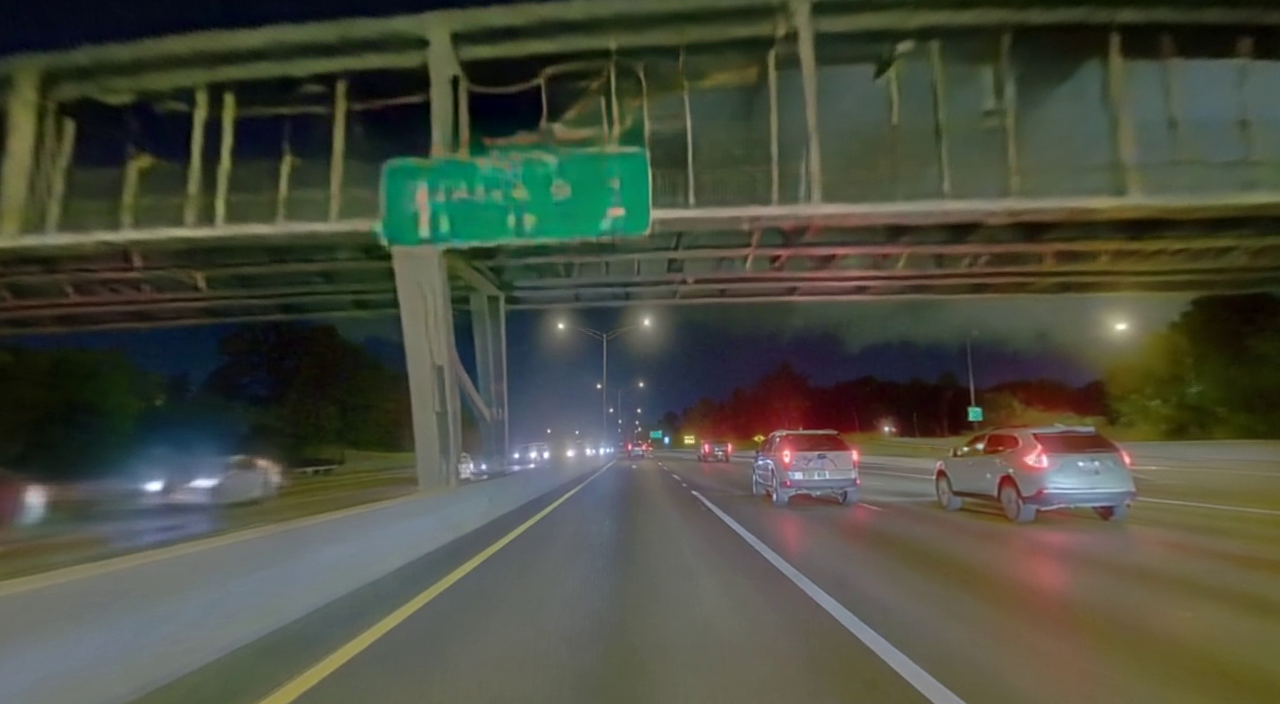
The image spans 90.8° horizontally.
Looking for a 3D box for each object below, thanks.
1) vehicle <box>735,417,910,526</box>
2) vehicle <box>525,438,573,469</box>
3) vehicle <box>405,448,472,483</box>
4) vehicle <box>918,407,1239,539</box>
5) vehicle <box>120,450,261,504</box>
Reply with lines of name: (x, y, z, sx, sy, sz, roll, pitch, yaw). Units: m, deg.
vehicle: (3.218, 2.223, 12.237, 2.059, 1.711, 4.302, 0, -8, -1)
vehicle: (-6.030, 6.827, 42.687, 2.405, 1.932, 5.424, 0, -9, 0)
vehicle: (-9.343, 5.246, 29.546, 1.922, 1.523, 3.645, 0, -8, 0)
vehicle: (7.133, 2.027, 11.205, 2.040, 1.801, 4.959, 0, -9, -1)
vehicle: (-16.068, 4.451, 22.942, 1.892, 1.693, 4.393, 0, -8, 0)
